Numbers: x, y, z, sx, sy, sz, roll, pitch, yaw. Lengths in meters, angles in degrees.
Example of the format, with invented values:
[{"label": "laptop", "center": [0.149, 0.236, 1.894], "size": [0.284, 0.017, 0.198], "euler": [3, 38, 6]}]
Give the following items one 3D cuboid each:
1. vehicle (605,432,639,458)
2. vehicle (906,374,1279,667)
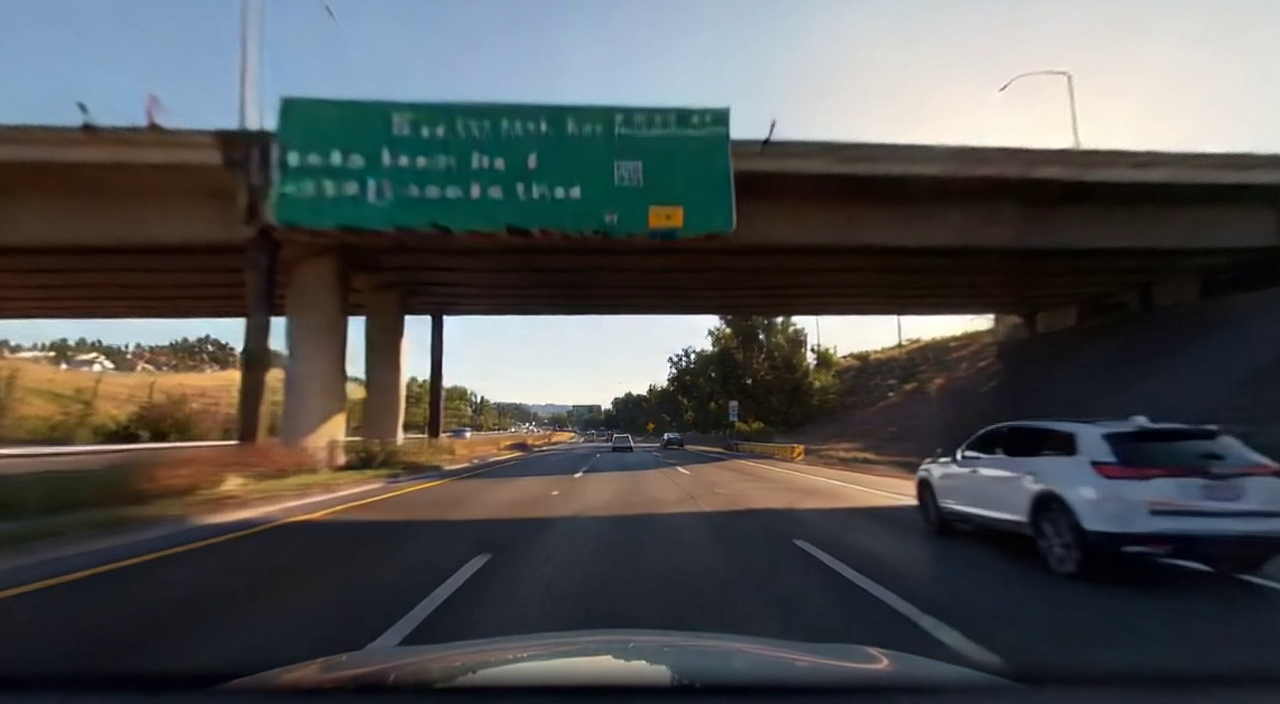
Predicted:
[{"label": "vehicle", "center": [-1.072, 5.548, 37.753], "size": [1.987, 1.440, 3.565], "euler": [0, -8, -1]}, {"label": "vehicle", "center": [4.094, 1.179, 5.422], "size": [1.892, 1.600, 3.782], "euler": [0, -8, -1]}]
